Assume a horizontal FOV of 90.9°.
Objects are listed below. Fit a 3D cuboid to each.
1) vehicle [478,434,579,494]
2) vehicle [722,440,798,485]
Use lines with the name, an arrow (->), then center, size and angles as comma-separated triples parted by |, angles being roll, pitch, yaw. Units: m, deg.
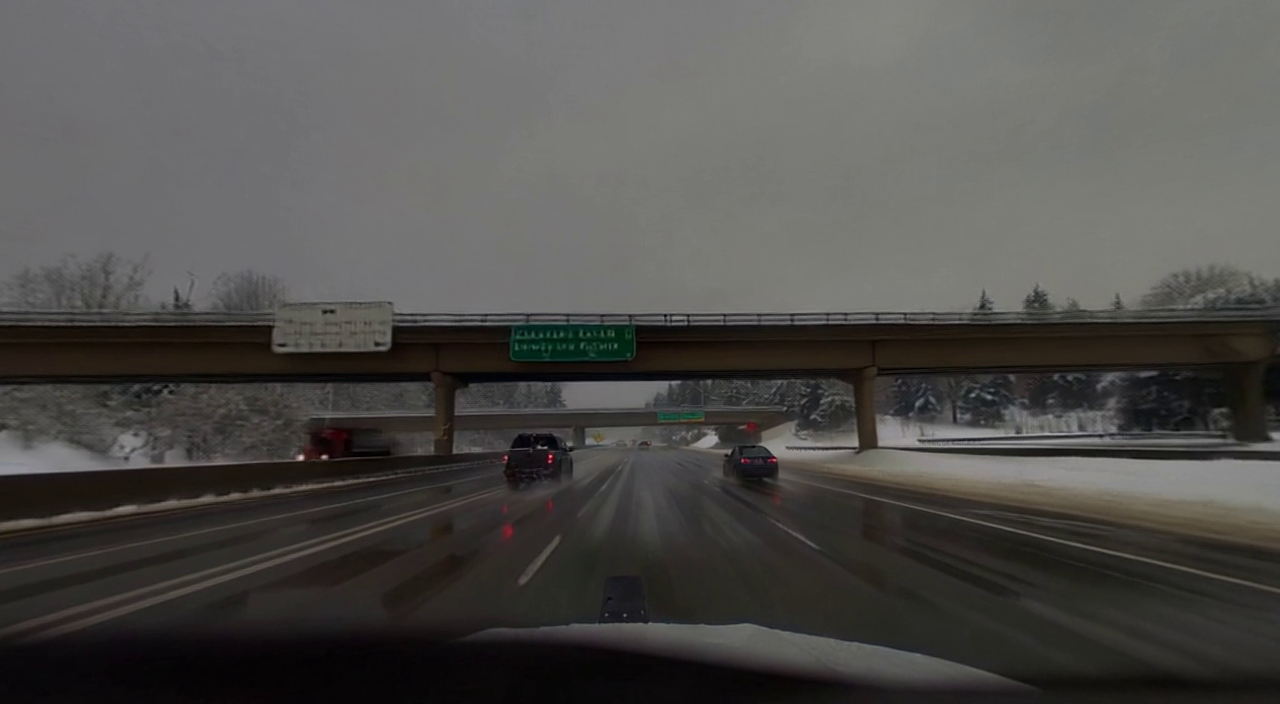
vehicle -> -3.467, 3.603, 20.739 | 2.259, 1.706, 4.924 | 0, -8, 2
vehicle -> 4.264, 3.995, 23.111 | 1.908, 1.483, 4.259 | 0, -8, -1
